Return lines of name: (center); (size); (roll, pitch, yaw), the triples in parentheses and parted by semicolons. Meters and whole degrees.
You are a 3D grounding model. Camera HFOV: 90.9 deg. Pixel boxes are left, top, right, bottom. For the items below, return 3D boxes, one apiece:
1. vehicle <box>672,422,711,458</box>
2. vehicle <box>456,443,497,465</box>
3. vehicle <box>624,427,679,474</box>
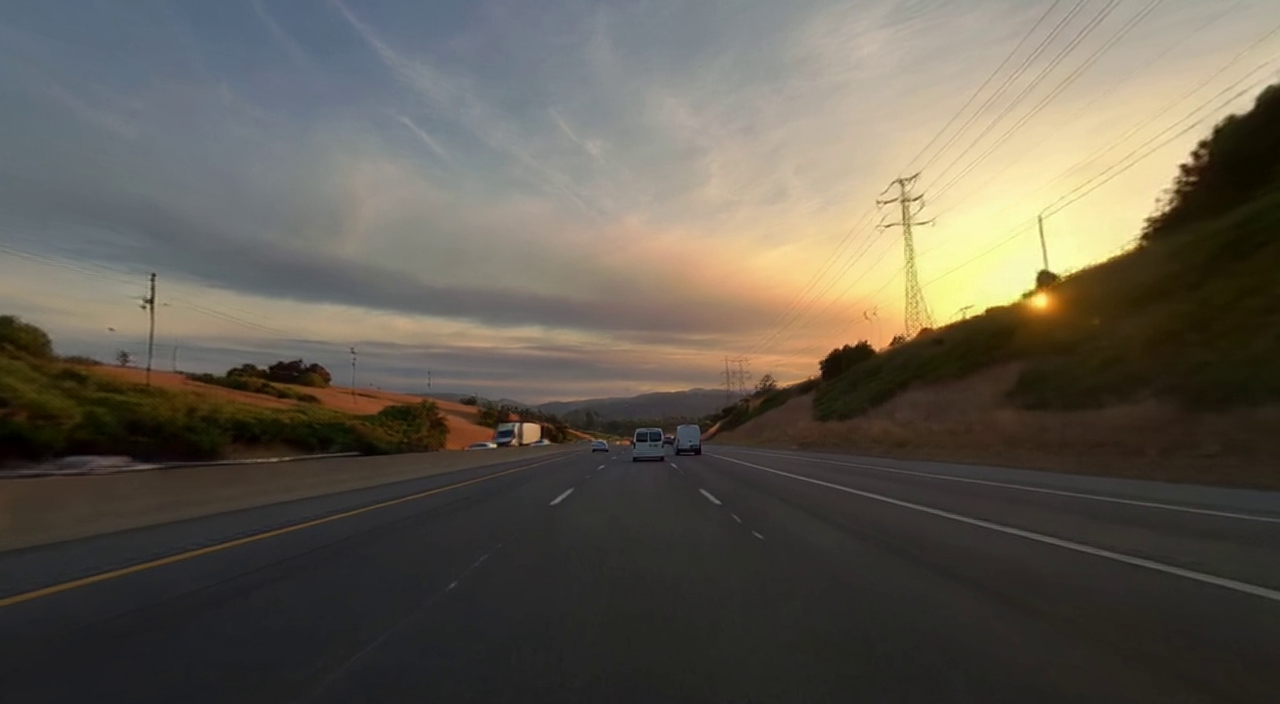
vehicle: (3.711, 6.497, 46.644); (2.348, 2.429, 5.172); (0, -8, -1)
vehicle: (-11.816, 7.359, 45.800); (1.872, 1.450, 4.016); (0, -8, 1)
vehicle: (0.429, 4.174, 27.001); (2.159, 1.811, 4.238); (0, -8, -1)
